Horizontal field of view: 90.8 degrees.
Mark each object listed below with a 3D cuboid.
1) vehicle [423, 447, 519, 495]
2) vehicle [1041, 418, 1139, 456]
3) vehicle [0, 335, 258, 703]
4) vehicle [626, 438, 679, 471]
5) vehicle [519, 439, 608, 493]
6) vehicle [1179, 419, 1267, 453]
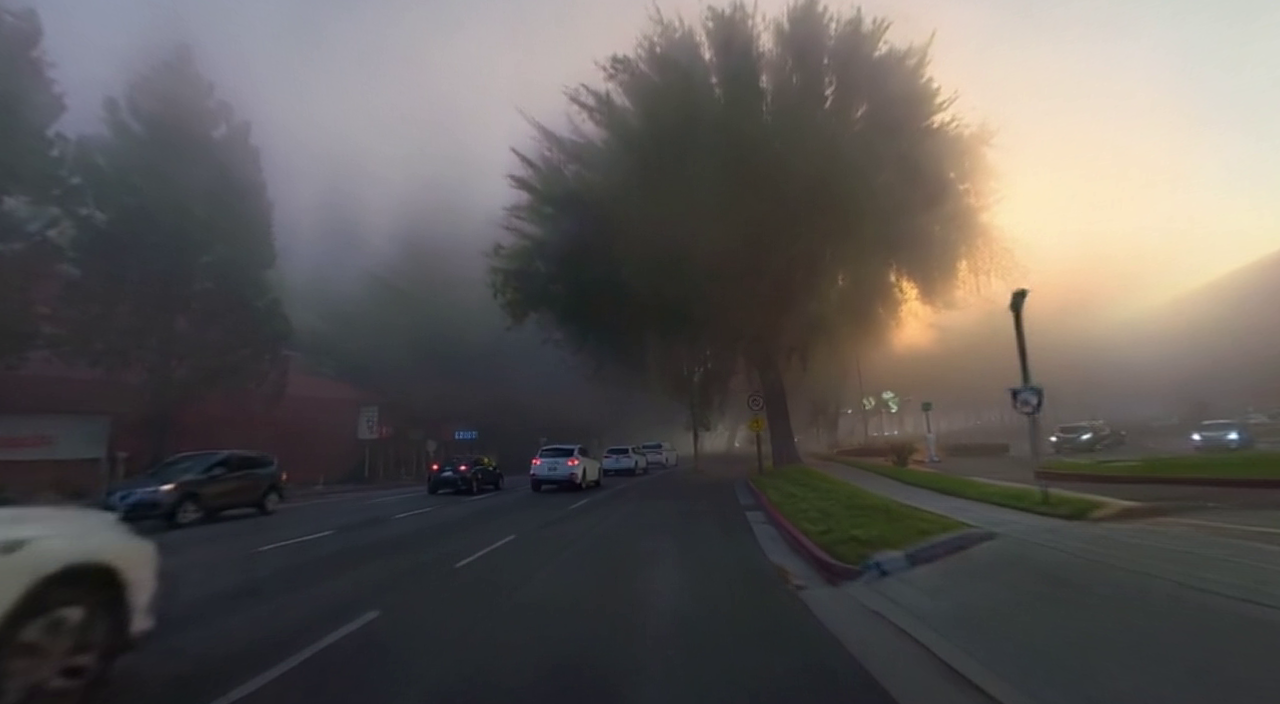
[{"bbox_3d":[-6.068,4.304,23.259,1.974,1.558,3.949,-1,-9,8],"label":"vehicle"},{"bbox_3d":[23.162,4.404,32.479,4.982,1.789,2.303,6,-10,-33],"label":"vehicle"},{"bbox_3d":[-3.691,0.738,1.819,2.168,1.783,4.695,-1,-9,1],"label":"vehicle"},{"bbox_3d":[0.812,6.083,37.669,2.167,1.832,4.679,-2,-9,14],"label":"vehicle"},{"bbox_3d":[-2.505,3.898,21.926,2.002,1.664,4.113,-1,-9,9],"label":"vehicle"},{"bbox_3d":[26.473,3.851,28.667,4.106,1.450,1.901,6,-10,-34],"label":"vehicle"}]
